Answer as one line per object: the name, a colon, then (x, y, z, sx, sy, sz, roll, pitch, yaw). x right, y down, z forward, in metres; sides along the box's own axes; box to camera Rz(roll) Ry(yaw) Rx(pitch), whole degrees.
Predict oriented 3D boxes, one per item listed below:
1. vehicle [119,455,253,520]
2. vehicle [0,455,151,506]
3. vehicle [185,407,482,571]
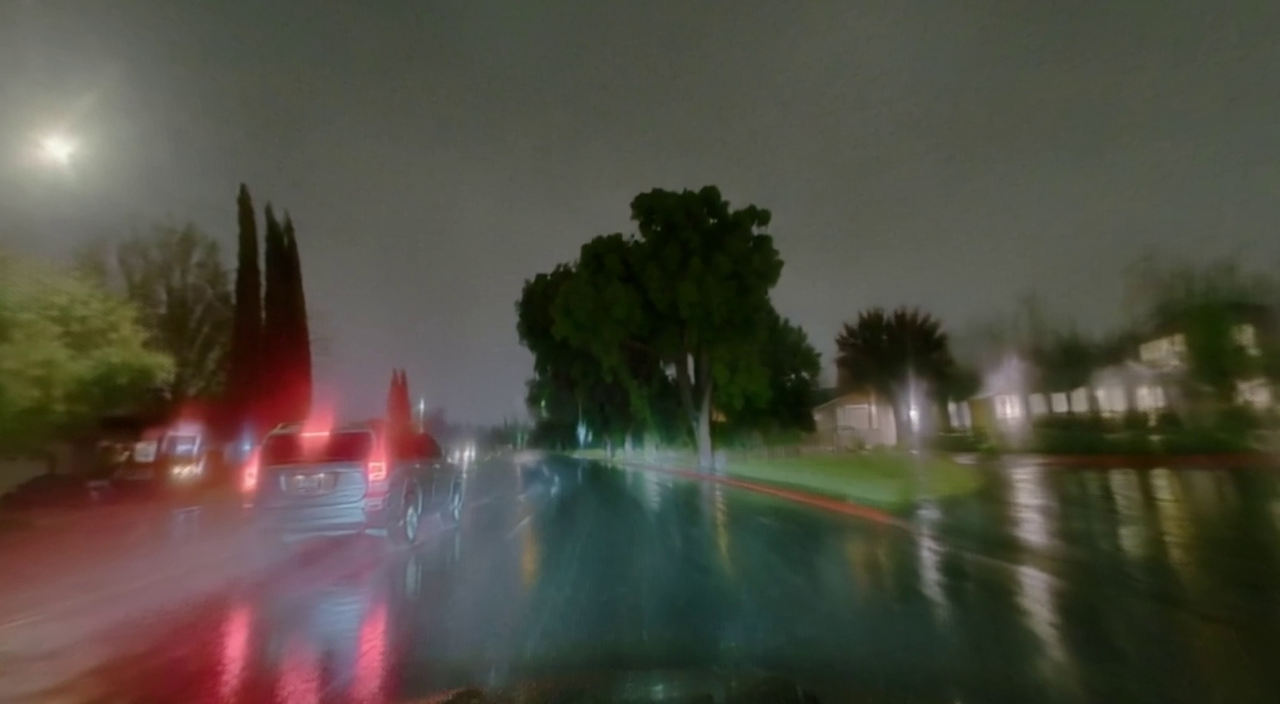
vehicle: (-15.358, 4.529, 21.690, 1.878, 1.505, 4.435, -8, -6, -10)
vehicle: (-24.394, 5.515, 27.262, 4.809, 1.471, 2.012, -6, -8, -8)
vehicle: (-3.917, 1.828, 9.219, 2.175, 1.772, 4.442, 0, -8, -1)
